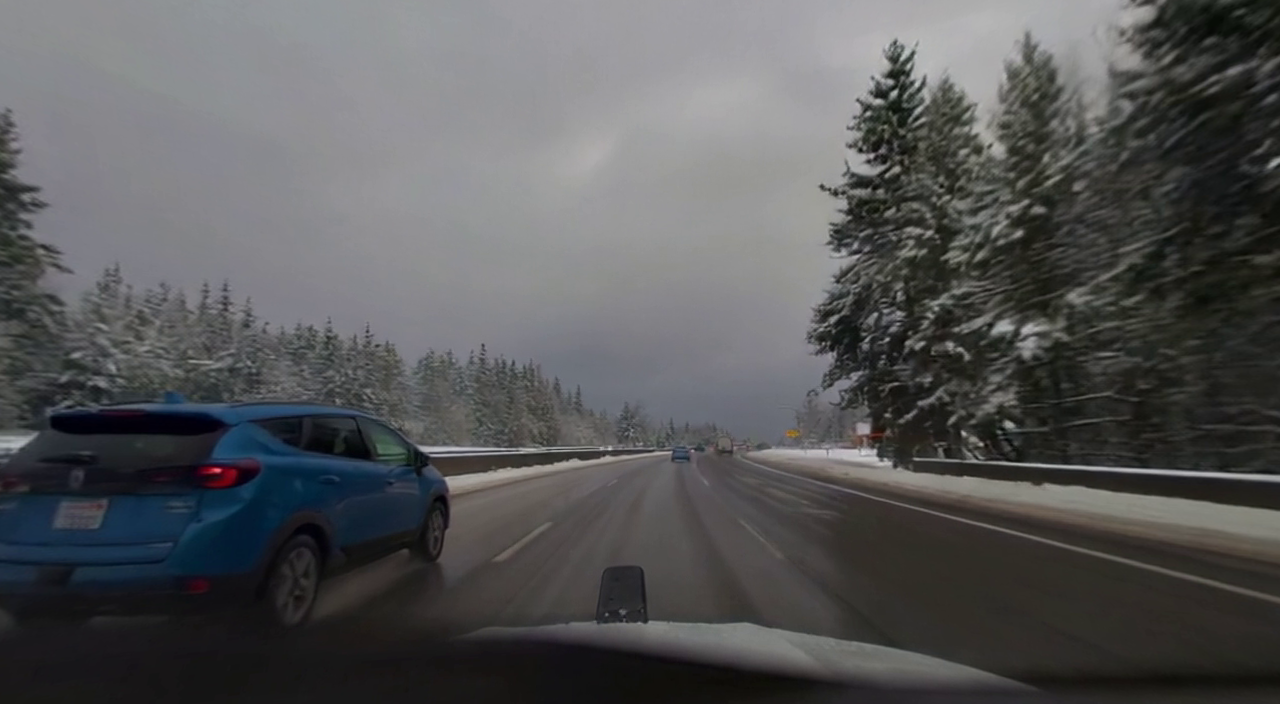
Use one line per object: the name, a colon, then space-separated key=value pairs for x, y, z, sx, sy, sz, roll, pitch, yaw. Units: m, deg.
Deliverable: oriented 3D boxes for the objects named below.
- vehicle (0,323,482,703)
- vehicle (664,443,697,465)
vehicle: x=-3.032 y=1.142 z=5.051 sx=2.185 sy=1.823 sz=4.854 roll=0 pitch=-9 yaw=1
vehicle: x=2.861 y=7.198 z=44.435 sx=2.158 sy=1.458 sz=3.656 roll=-1 pitch=-9 yaw=4
